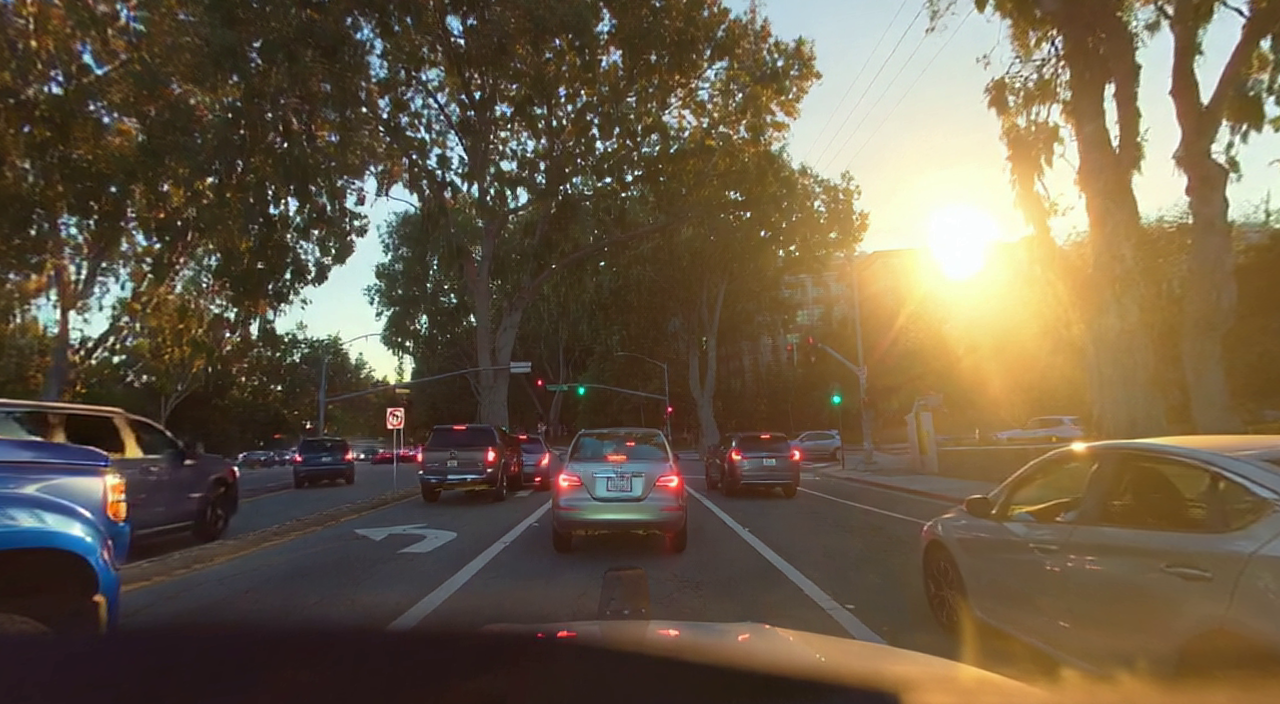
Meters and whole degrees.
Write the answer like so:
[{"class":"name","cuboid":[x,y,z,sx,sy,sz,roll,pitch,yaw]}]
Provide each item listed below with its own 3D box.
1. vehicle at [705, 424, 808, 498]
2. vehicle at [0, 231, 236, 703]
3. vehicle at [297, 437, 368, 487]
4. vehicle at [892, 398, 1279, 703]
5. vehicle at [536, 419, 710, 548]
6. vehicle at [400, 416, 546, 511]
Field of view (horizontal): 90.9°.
[{"class":"vehicle","cuboid":[3.178,3.086,18.229,2.102,1.841,4.587,0,-8,0]},{"class":"vehicle","cuboid":[-3.471,0.358,0.332,2.656,2.021,5.800,0,-8,0]},{"class":"vehicle","cuboid":[-11.655,4.113,23.981,2.122,1.653,4.807,4,-9,-25]},{"class":"vehicle","cuboid":[3.019,1.004,2.791,1.874,1.477,4.698,0,-8,0]},{"class":"vehicle","cuboid":[-0.222,1.939,9.879,2.194,1.607,3.690,0,-8,0]},{"class":"vehicle","cuboid":[-3.629,2.531,14.706,2.089,1.857,4.488,0,-8,1]}]
